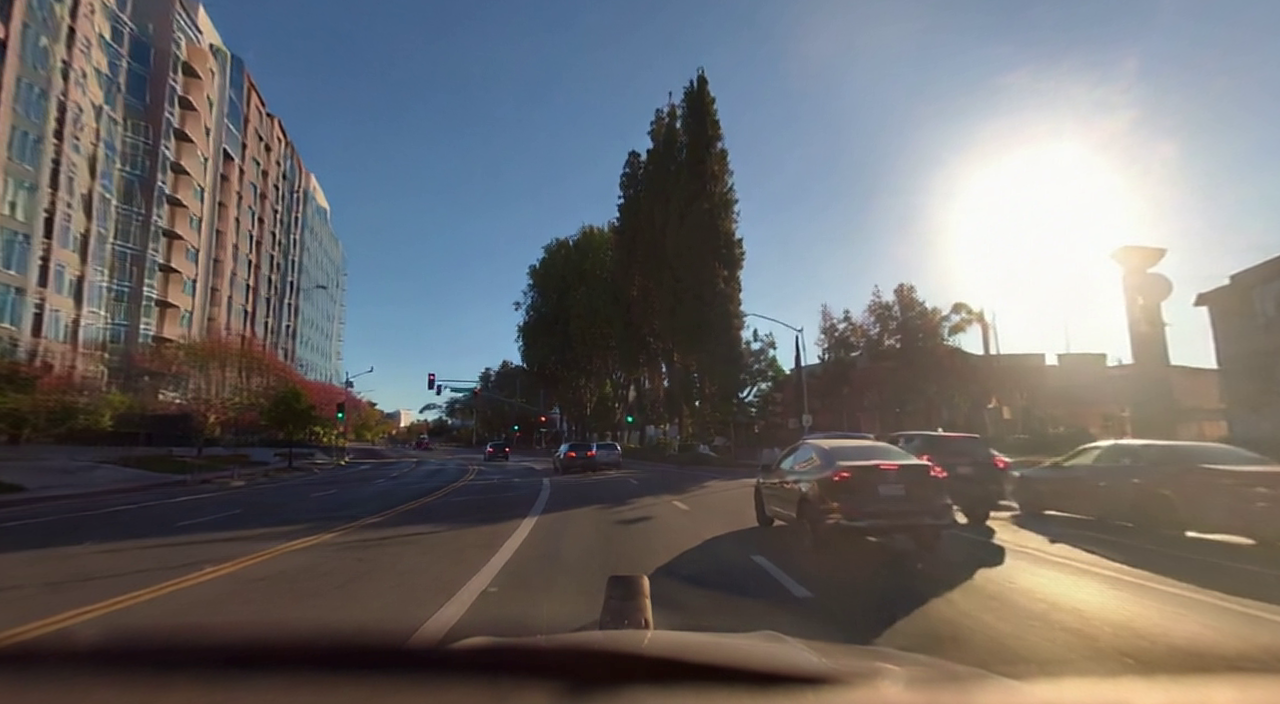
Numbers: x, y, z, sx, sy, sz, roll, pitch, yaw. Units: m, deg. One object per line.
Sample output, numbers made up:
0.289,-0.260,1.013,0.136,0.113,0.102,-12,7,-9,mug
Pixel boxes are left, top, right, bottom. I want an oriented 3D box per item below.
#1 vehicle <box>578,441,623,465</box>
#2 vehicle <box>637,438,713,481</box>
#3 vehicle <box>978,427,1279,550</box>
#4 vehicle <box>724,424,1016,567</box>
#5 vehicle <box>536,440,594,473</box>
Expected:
-2.595,6.464,40.464,1.957,1.463,4.701,2,-9,-16,vehicle
1.218,4.102,24.322,1.984,1.476,4.488,1,-8,-9,vehicle
7.546,1.967,9.846,1.820,1.450,4.408,1,-8,-4,vehicle
2.725,1.834,8.894,2.280,1.472,4.426,0,-8,-3,vehicle
-3.872,5.195,31.640,2.308,1.535,4.811,2,-9,-13,vehicle
